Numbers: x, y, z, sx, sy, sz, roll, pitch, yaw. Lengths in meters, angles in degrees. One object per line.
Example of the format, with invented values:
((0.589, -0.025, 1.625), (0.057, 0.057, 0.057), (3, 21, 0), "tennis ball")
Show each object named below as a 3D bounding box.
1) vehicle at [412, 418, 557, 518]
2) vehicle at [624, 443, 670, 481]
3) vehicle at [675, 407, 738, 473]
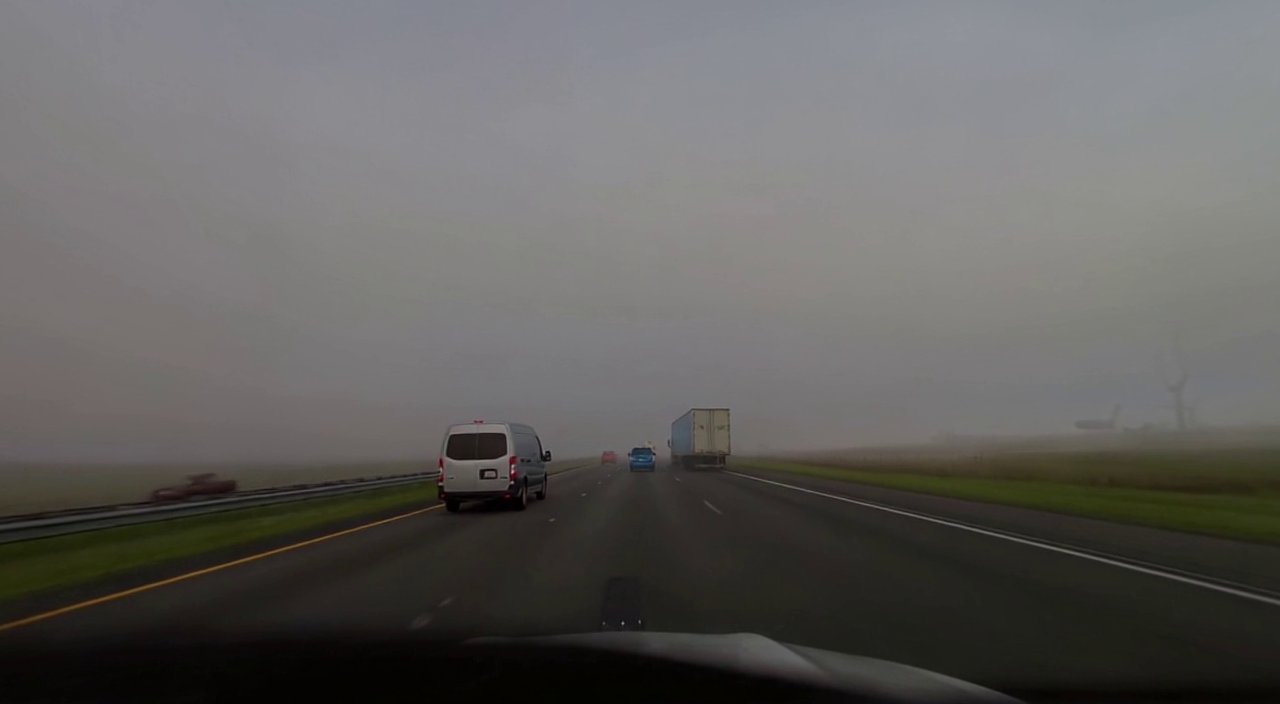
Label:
((-3.428, 2.692, 15.010), (2.238, 1.984, 4.650), (0, -9, 0), "vehicle")
((0.302, 5.332, 30.770), (2.083, 1.689, 4.083), (0, -9, 0), "vehicle")
((4.474, 6.494, 45.813), (2.907, 4.047, 14.418), (0, -9, 0), "vehicle")
